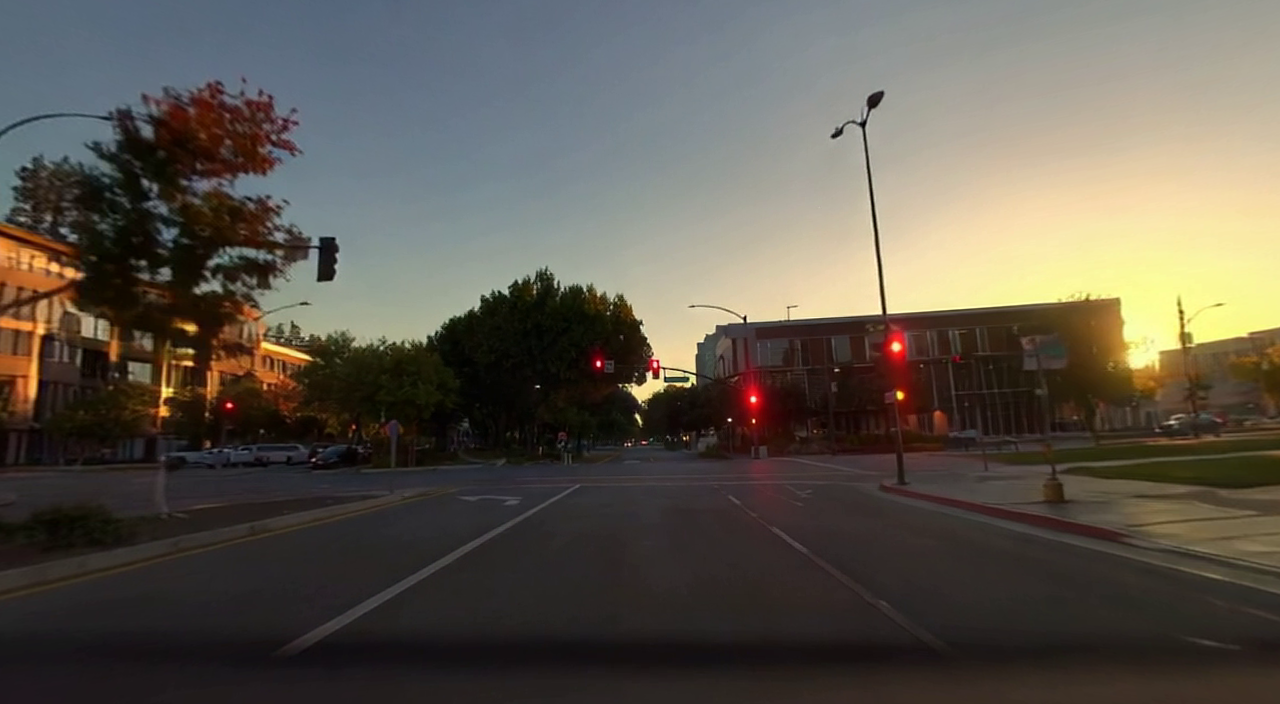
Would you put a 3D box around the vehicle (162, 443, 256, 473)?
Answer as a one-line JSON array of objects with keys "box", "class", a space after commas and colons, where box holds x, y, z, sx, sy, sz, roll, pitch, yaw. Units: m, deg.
[{"box": [-27.960, 6.897, 40.999, 4.603, 1.666, 1.972, -2, -8, -5], "class": "vehicle"}]

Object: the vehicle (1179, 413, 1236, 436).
[{"box": [44.913, 5.737, 49.821, 4.339, 1.675, 1.812, 5, -10, -27], "class": "vehicle"}]

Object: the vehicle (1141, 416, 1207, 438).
[{"box": [39.832, 5.627, 46.942, 4.189, 1.561, 1.947, 4, -10, -23], "class": "vehicle"}]
